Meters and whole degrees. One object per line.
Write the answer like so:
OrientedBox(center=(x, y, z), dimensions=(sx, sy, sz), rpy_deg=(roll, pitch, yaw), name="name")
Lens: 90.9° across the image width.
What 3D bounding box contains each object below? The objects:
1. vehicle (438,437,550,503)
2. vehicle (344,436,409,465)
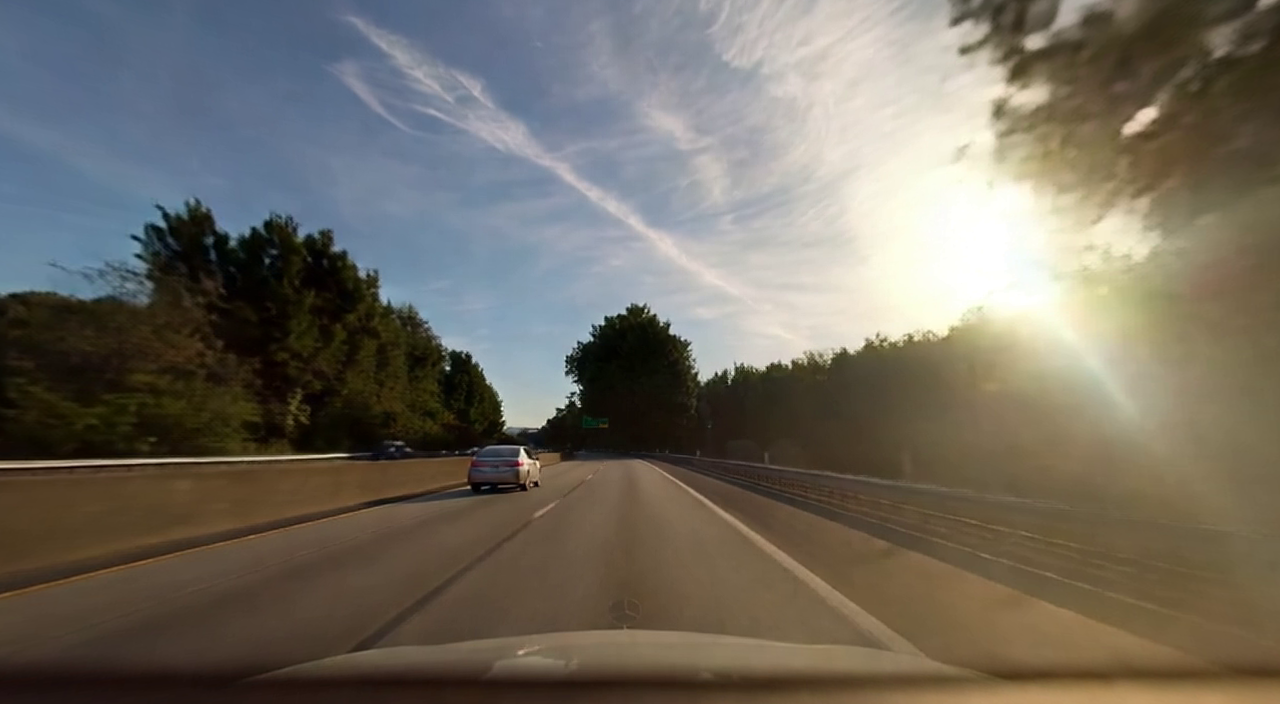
OrientedBox(center=(-3.693, 3.062, 16.703), dimensions=(1.990, 1.532, 3.911), rpy_deg=(0, -9, 0), name="vehicle")
OrientedBox(center=(-16.101, 6.066, 38.778), dimensions=(2.094, 1.604, 4.645), rpy_deg=(0, -9, -1), name="vehicle")
